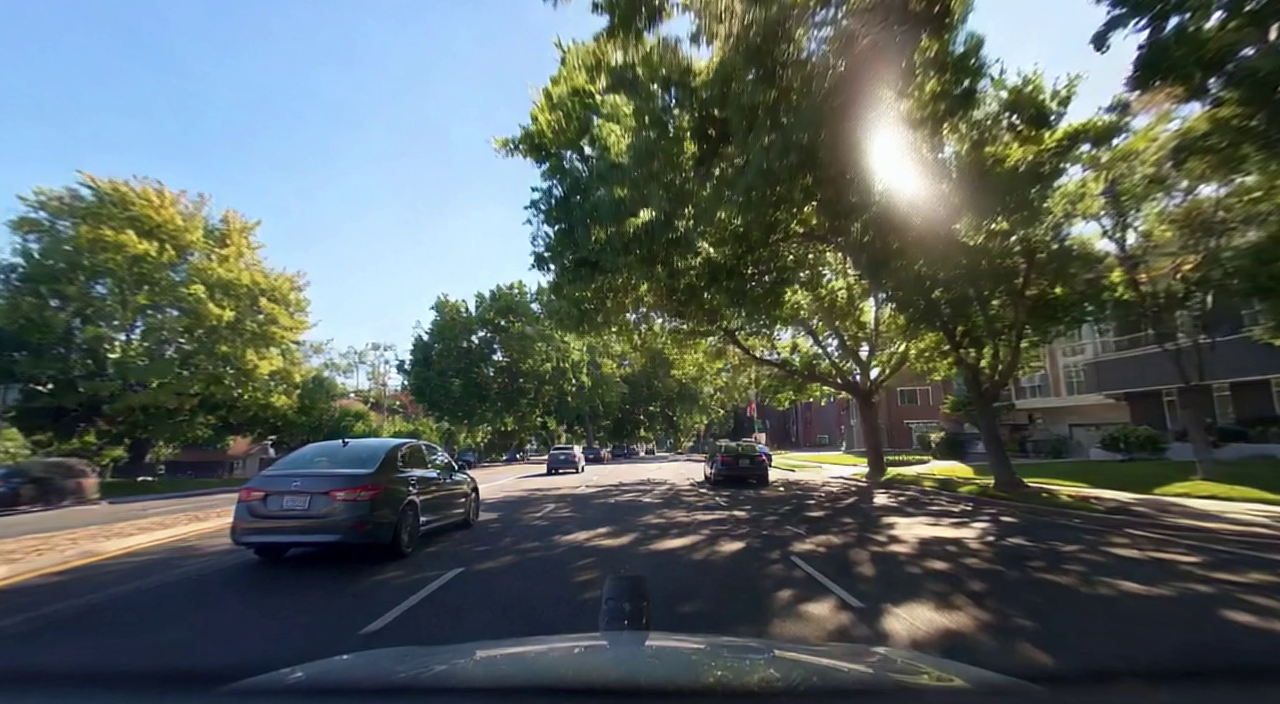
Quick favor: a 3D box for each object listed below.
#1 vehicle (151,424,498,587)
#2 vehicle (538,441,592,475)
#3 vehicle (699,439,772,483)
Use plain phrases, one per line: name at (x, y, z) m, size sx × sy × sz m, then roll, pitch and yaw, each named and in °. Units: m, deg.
vehicle at (-3.413, 1.737, 8.047) m, size 2.053 × 1.480 × 4.381 m, roll 0°, pitch -8°, yaw 2°
vehicle at (-3.547, 5.085, 30.576) m, size 1.988 × 1.497 × 4.404 m, roll 0°, pitch -8°, yaw 2°
vehicle at (3.476, 4.066, 23.883) m, size 2.010 × 1.486 × 4.498 m, roll 0°, pitch -8°, yaw -1°
